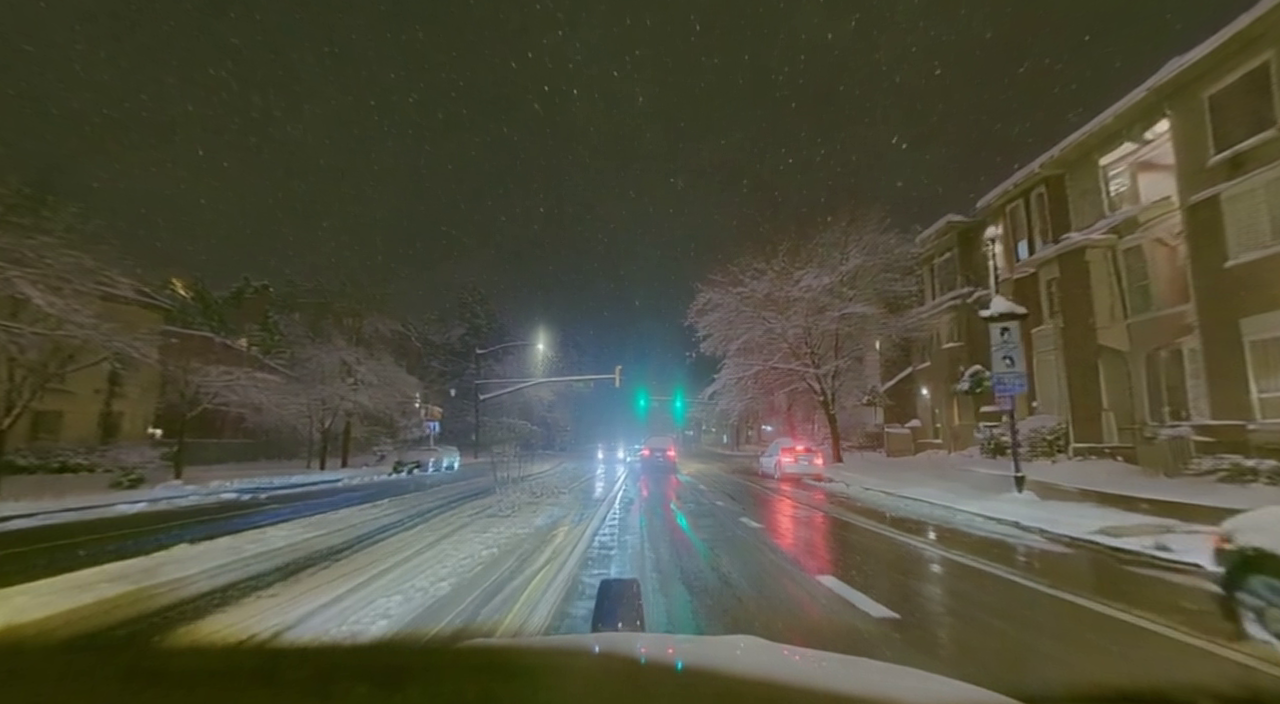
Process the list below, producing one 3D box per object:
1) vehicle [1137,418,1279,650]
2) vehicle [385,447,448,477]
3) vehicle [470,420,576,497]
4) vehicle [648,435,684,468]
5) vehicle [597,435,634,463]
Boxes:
[{"bbox_3d":[5.218,0.976,2.711,2.104,1.489,4.962,0,-8,0],"label":"vehicle"},{"bbox_3d":[-11.697,5.759,33.341,1.876,1.492,3.790,-1,-9,1],"label":"vehicle"},{"bbox_3d":[-3.048,2.889,17.468,1.877,1.827,4.298,-1,-8,3],"label":"vehicle"},{"bbox_3d":[1.400,5.486,34.971,1.852,1.680,4.488,0,-8,2],"label":"vehicle"},{"bbox_3d":[-1.573,6.486,42.255,2.018,1.746,4.560,-1,-8,3],"label":"vehicle"}]
